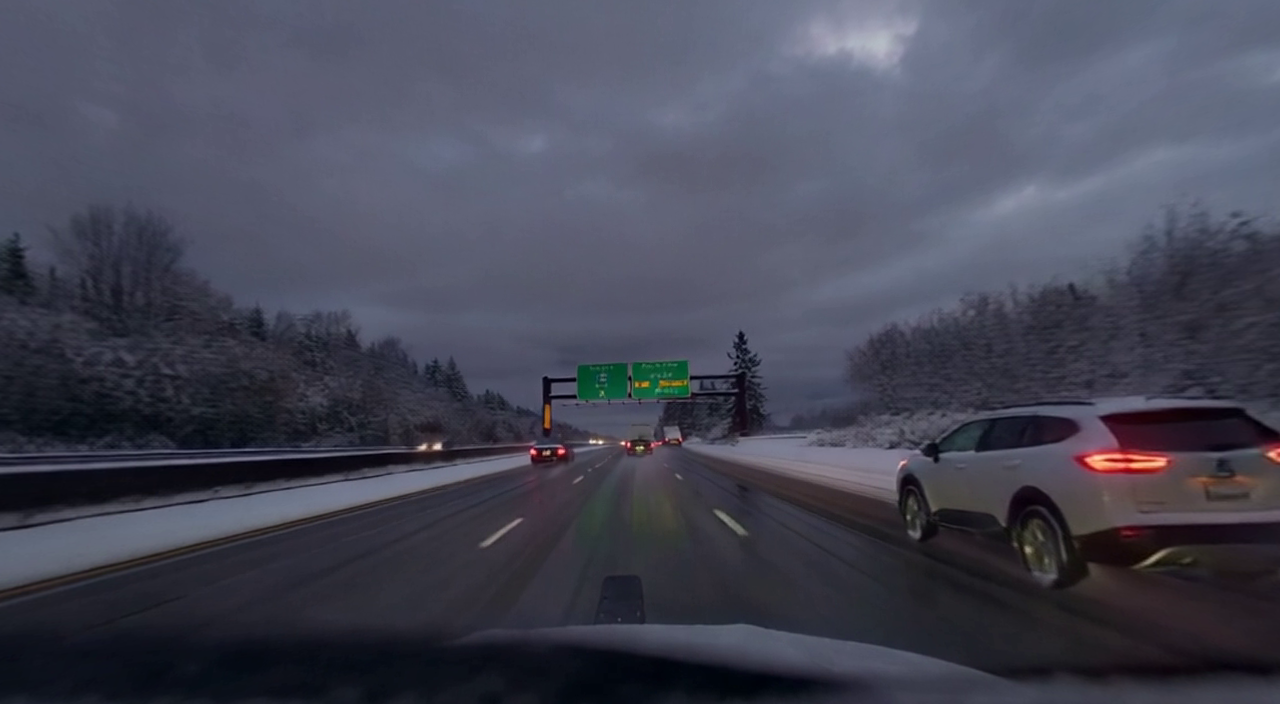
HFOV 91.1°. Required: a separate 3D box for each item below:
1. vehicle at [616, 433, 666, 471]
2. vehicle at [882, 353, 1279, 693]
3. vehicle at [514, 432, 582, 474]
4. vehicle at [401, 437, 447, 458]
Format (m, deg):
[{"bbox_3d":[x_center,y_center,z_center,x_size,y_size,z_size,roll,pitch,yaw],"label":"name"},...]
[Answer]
[{"bbox_3d":[0.040,4.457,28.177,2.049,1.542,3.816,0,-8,0],"label":"vehicle"},{"bbox_3d":[4.009,1.151,5.391,2.025,1.707,4.279,0,-8,-2],"label":"vehicle"},{"bbox_3d":[-3.701,4.151,26.007,2.066,1.561,4.495,0,-8,1],"label":"vehicle"},{"bbox_3d":[-16.327,7.270,47.733,1.891,1.498,4.614,0,-8,0],"label":"vehicle"}]
